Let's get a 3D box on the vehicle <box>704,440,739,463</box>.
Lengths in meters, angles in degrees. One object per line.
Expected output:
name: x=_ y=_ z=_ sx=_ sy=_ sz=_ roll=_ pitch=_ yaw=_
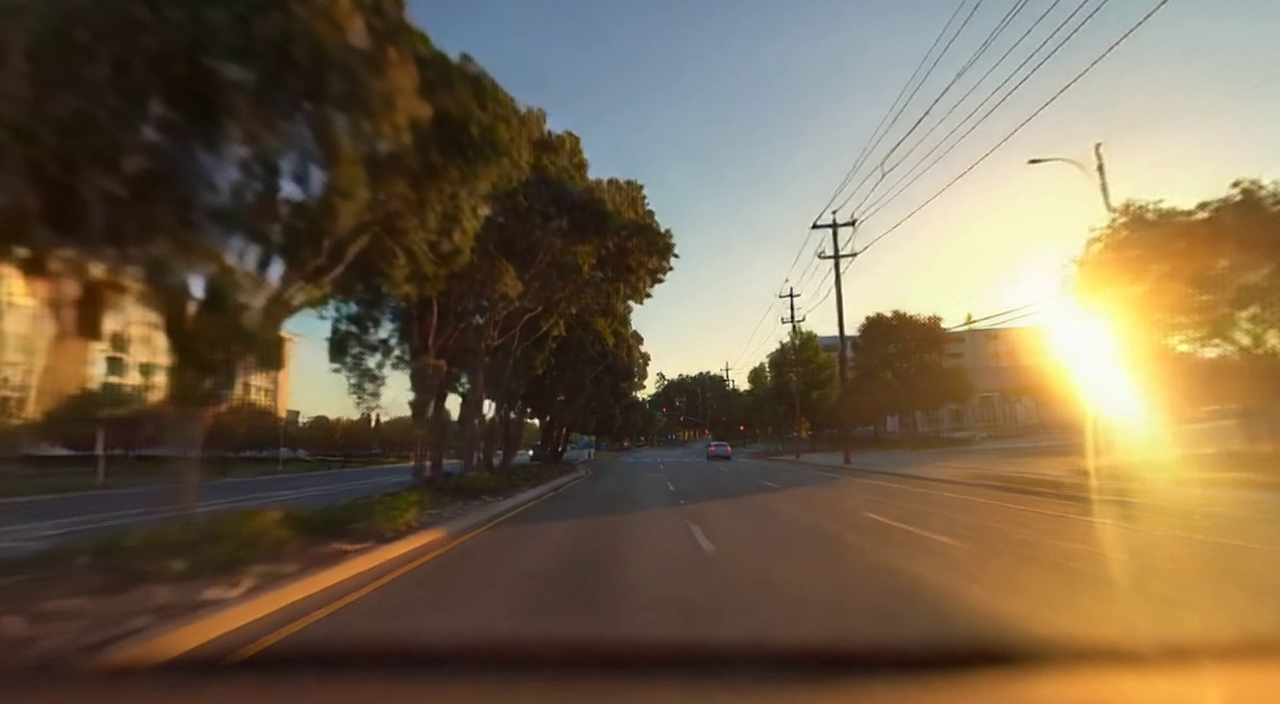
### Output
vehicle: x=5.704 y=7.001 z=44.344 sx=1.908 sy=1.476 sz=3.880 roll=0 pitch=-9 yaw=0
